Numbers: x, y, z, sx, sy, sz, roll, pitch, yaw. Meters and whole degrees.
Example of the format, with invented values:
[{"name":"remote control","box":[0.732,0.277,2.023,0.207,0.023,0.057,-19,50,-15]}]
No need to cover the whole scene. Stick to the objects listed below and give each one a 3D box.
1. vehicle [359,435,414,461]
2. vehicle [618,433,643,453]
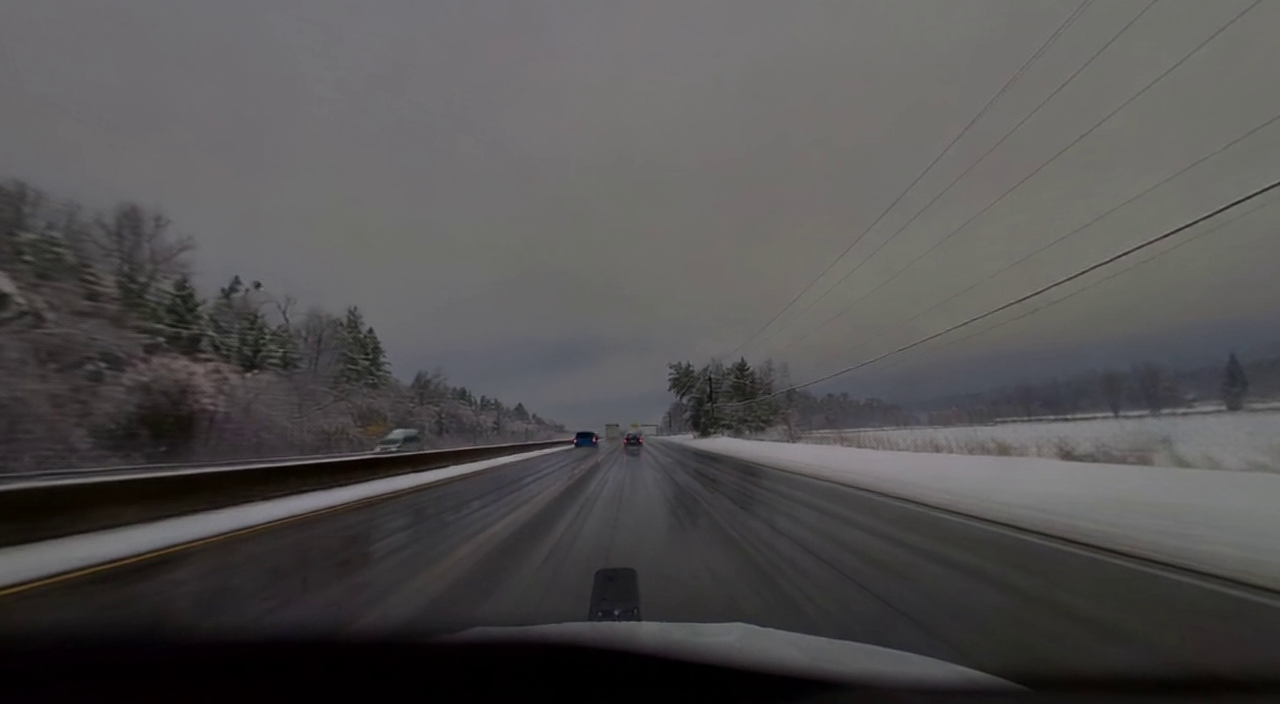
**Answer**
[{"name":"vehicle","box":[-17.749,6.737,44.374,1.963,1.688,4.677,0,-8,0]},{"name":"vehicle","box":[-0.781,7.095,49.090,1.890,1.472,3.716,0,-8,-2]}]
